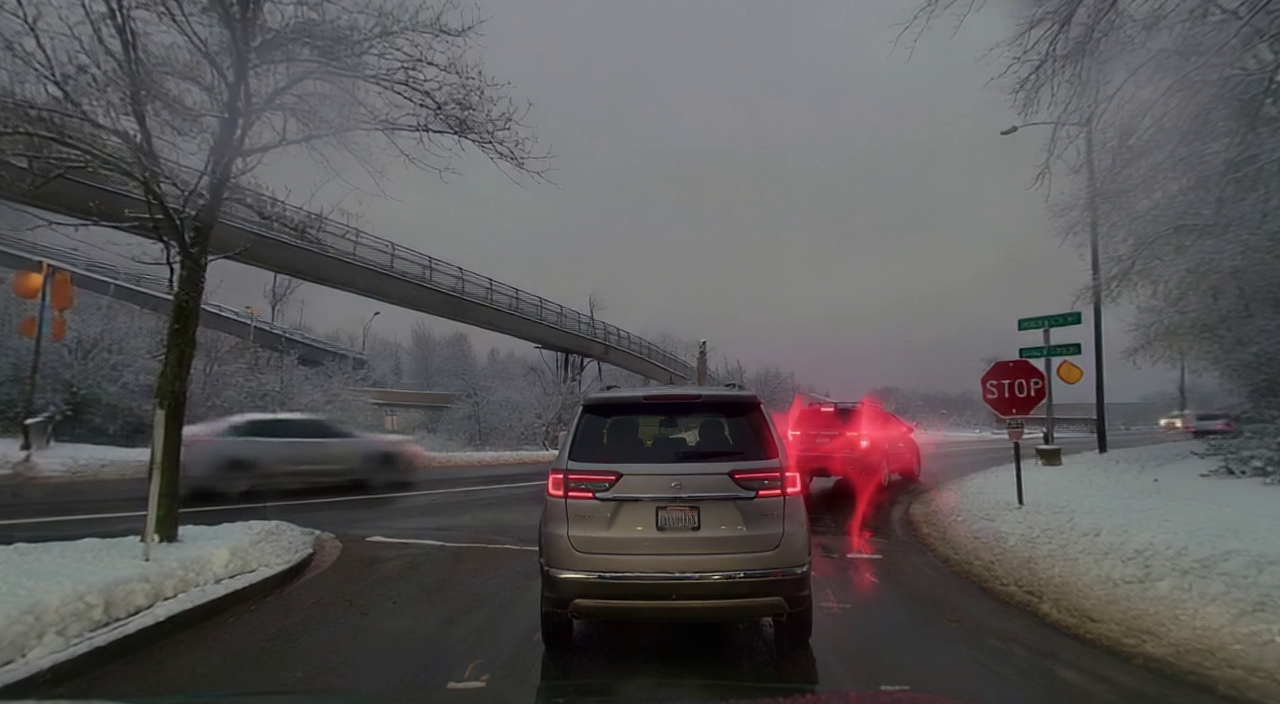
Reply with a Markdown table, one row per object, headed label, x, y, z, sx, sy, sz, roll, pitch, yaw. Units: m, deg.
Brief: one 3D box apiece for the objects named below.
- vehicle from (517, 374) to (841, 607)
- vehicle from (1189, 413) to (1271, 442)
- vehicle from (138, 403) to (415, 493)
| label | x | y | z | sx | sy | sz | roll | pitch | yaw |
| --- | --- | --- | --- | --- | --- | --- | --- | --- | --- |
| vehicle | 0.302 | 1.400 | 7.137 | 2.494 | 1.804 | 4.336 | 0 | -9 | 0 |
| vehicle | 37.058 | 4.779 | 39.593 | 5.060 | 1.648 | 2.038 | 4 | -10 | -27 |
| vehicle | -8.219 | 2.234 | 14.818 | 5.166 | 1.791 | 2.131 | 5 | -10 | -28 |
